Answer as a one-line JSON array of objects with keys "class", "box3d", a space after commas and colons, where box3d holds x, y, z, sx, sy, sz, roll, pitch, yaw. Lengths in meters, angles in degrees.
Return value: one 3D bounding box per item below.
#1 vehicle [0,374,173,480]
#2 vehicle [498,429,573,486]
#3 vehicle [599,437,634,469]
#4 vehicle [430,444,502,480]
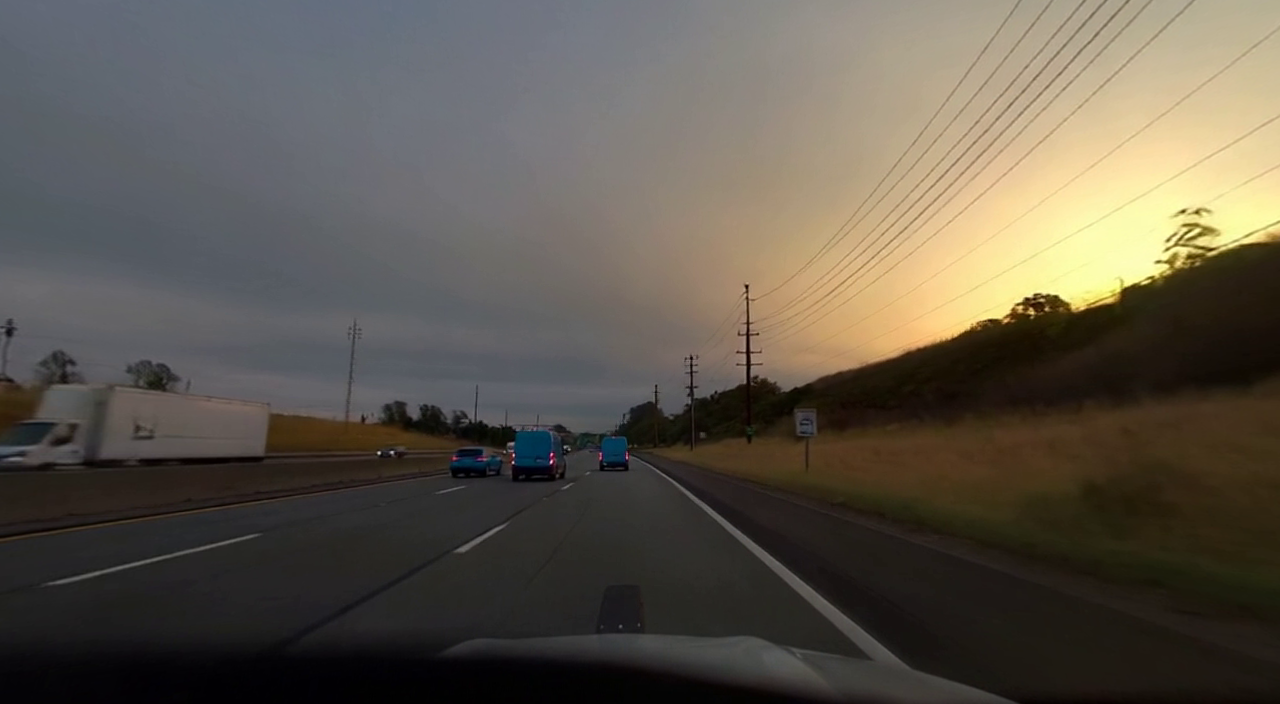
[{"class": "vehicle", "box3d": [-23.483, 3.246, 26.535, 3.020, 3.938, 5.806, 0, -9, -1]}, {"class": "vehicle", "box3d": [-3.995, 4.143, 25.054, 2.145, 2.010, 4.980, 0, -9, 0]}, {"class": "vehicle", "box3d": [-1.583, 6.874, 42.842, 2.197, 2.011, 5.130, 0, -9, -2]}, {"class": "vehicle", "box3d": [-7.979, 5.083, 29.404, 1.975, 1.540, 4.759, 0, -9, 0]}]
